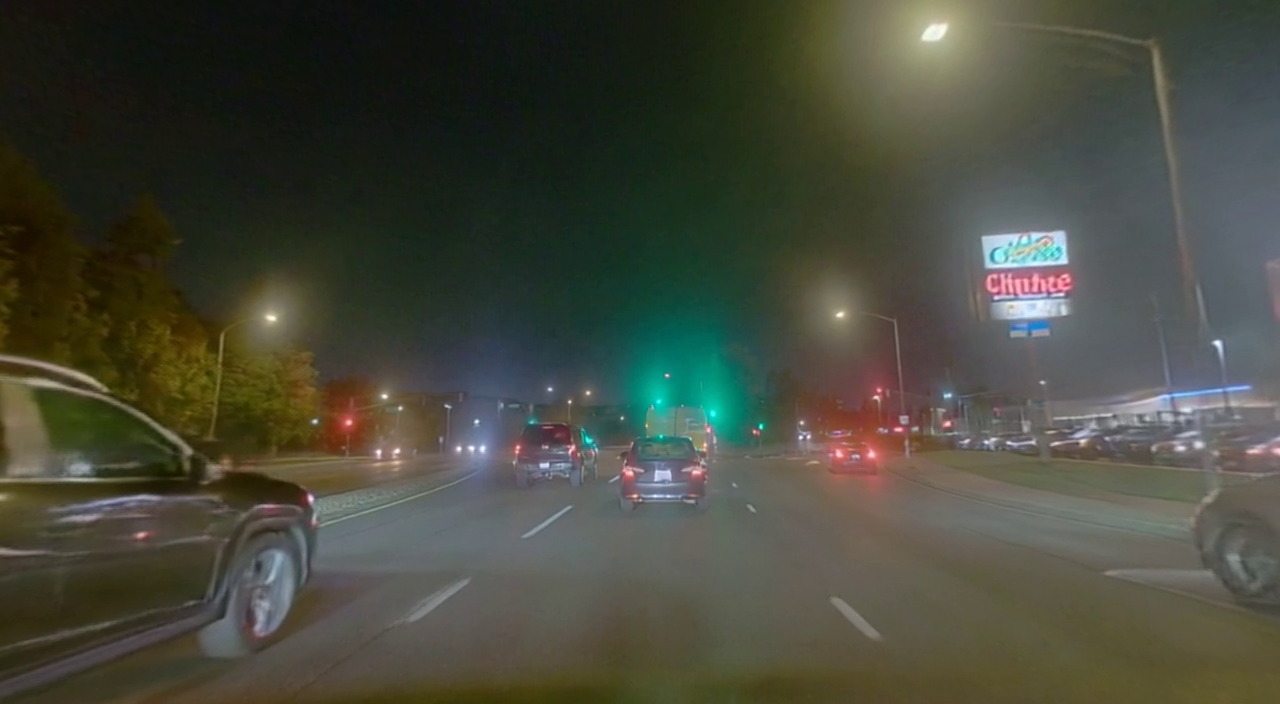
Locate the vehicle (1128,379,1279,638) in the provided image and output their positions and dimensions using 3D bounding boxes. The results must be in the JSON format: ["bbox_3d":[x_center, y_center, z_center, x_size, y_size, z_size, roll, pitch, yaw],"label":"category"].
[{"bbox_3d":[5.507,0.920,3.226,2.141,1.794,4.933,0,-8,2],"label":"vehicle"}]

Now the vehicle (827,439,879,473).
[{"bbox_3d":[10.214,4.970,30.455,1.900,1.507,4.151,-2,-9,13],"label":"vehicle"}]

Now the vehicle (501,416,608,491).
[{"bbox_3d":[-2.360,3.018,18.997,2.289,1.935,5.227,0,-8,2],"label":"vehicle"}]

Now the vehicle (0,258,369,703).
[{"bbox_3d":[-3.023,0.651,2.022,2.124,1.829,4.799,0,-8,0],"label":"vehicle"}]

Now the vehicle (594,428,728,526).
[{"bbox_3d":[0.310,2.233,11.844,2.061,1.494,4.079,0,-8,0],"label":"vehicle"}]

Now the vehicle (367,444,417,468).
[{"bbox_3d":[-16.702,6.983,42.620,1.880,1.470,4.514,0,-8,-5],"label":"vehicle"}]
